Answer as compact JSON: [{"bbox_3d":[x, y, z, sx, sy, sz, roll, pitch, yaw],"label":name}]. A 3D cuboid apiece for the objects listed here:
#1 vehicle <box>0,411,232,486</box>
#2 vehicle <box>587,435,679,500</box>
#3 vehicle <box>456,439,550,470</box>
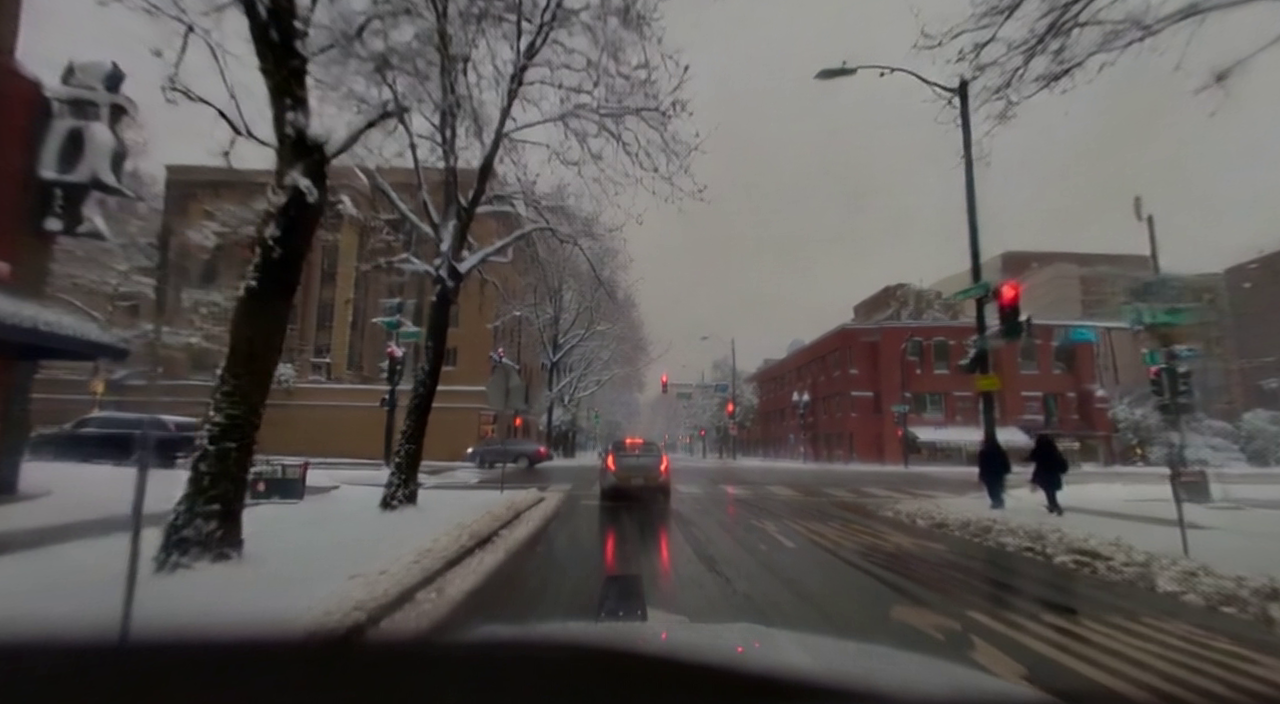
[{"bbox_3d":[-17.864,3.308,21.726,5.858,2.396,2.319,1,-9,-2],"label":"vehicle"},{"bbox_3d":[-0.303,3.017,16.868,2.106,1.482,4.459,0,-9,-4],"label":"vehicle"},{"bbox_3d":[-6.986,5.192,32.120,4.627,1.468,1.871,-6,-10,32],"label":"vehicle"}]
